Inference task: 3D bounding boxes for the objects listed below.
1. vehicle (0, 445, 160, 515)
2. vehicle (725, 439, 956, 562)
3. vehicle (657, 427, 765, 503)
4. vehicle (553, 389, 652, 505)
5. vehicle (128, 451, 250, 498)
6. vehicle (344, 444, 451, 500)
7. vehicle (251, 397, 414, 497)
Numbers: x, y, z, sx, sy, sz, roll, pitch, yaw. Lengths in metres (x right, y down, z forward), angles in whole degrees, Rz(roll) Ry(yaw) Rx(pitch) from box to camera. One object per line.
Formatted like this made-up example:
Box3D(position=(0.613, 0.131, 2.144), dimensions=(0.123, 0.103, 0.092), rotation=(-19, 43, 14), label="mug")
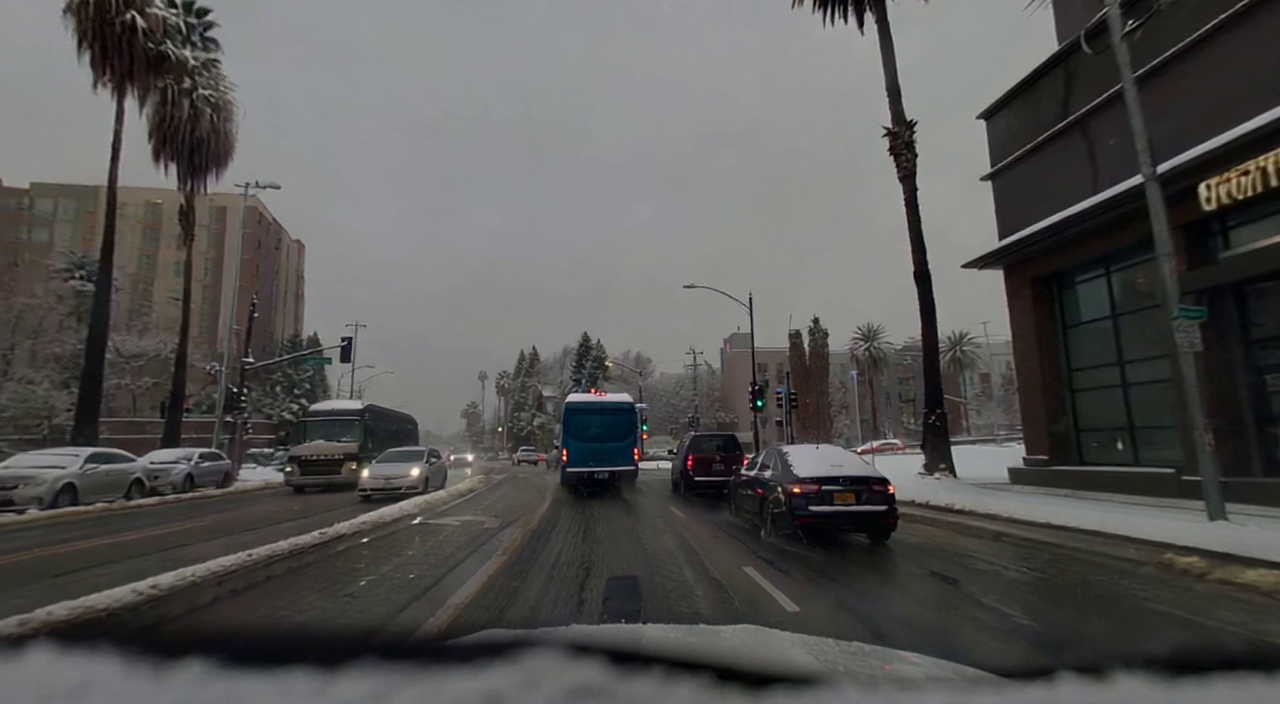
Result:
Box3D(position=(-15.941, 3.451, 17.490), dimensions=(1.965, 1.679, 4.455), rotation=(1, -8, -7), label="vehicle")
Box3D(position=(2.832, 2.197, 10.209), dimensions=(1.978, 1.507, 4.636), rotation=(0, -8, -3), label="vehicle")
Box3D(position=(1.919, 3.354, 19.122), dimensions=(2.157, 1.944, 5.423), rotation=(1, -8, -6), label="vehicle")
Box3D(position=(-1.347, 2.876, 19.188), dimensions=(2.517, 2.926, 6.177), rotation=(1, -8, -8), label="vehicle")
Box3D(position=(-16.980, 4.581, 23.940), dimensions=(1.861, 1.574, 4.456), rotation=(1, -8, -9), label="vehicle")
Box3D(position=(-7.552, 3.751, 20.069), dimensions=(2.170, 1.555, 4.187), rotation=(1, -8, -7), label="vehicle")
Box3D(position=(-12.722, 4.120, 27.548), dimensions=(2.996, 3.432, 11.265), rotation=(1, -8, -9), label="vehicle")
